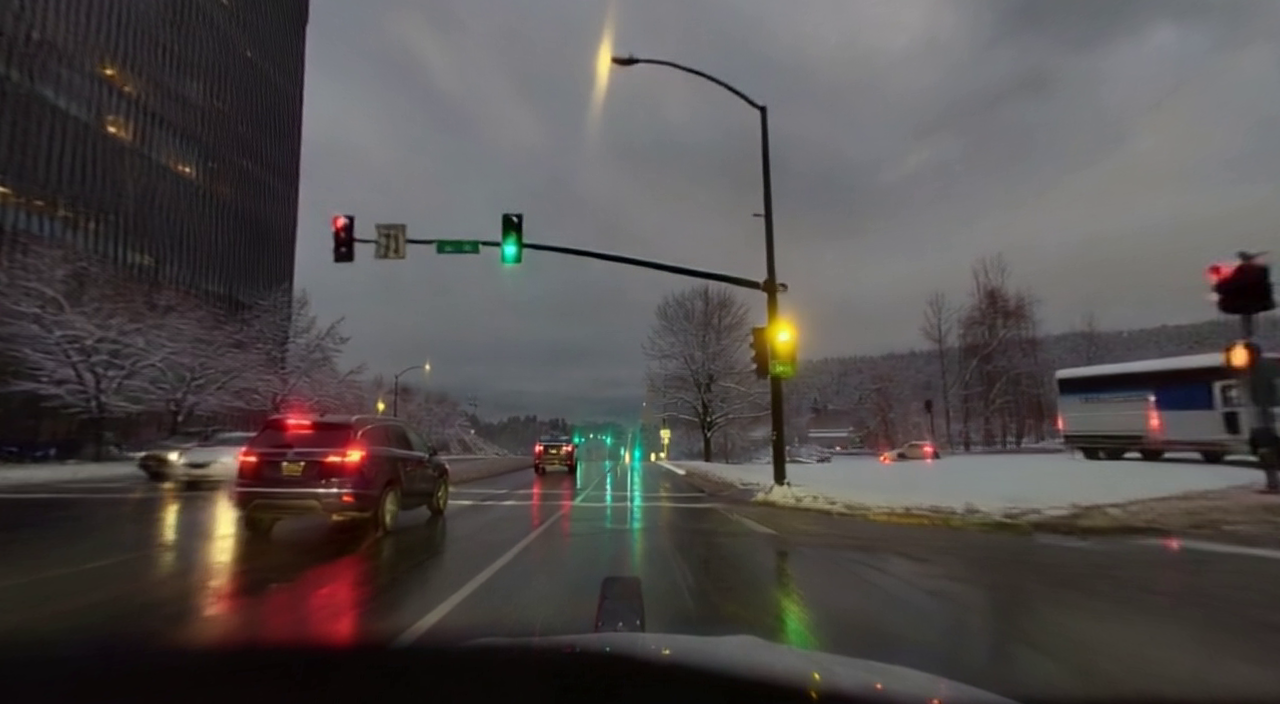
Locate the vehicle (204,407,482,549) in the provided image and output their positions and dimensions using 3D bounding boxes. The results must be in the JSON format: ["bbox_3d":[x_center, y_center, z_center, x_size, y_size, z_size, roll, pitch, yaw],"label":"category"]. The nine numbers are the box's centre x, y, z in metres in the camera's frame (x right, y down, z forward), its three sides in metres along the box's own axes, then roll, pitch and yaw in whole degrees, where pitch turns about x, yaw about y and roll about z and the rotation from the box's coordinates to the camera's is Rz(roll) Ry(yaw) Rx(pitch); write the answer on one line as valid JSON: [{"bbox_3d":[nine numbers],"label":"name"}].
[{"bbox_3d":[-4.323,1.905,10.252,2.169,1.741,4.588,0,-8,1],"label":"vehicle"}]

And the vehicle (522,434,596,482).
[{"bbox_3d":[-3.388,4.568,27.473,2.384,1.849,5.009,0,-8,2],"label":"vehicle"}]

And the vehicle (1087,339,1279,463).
[{"bbox_3d":[15.828,1.479,16.880,4.005,2.827,4.538,2,-8,-10],"label":"vehicle"}]

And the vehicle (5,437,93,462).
[{"bbox_3d":[-37.933,6.295,40.477,3.794,1.481,1.758,1,-10,1],"label":"vehicle"}]
